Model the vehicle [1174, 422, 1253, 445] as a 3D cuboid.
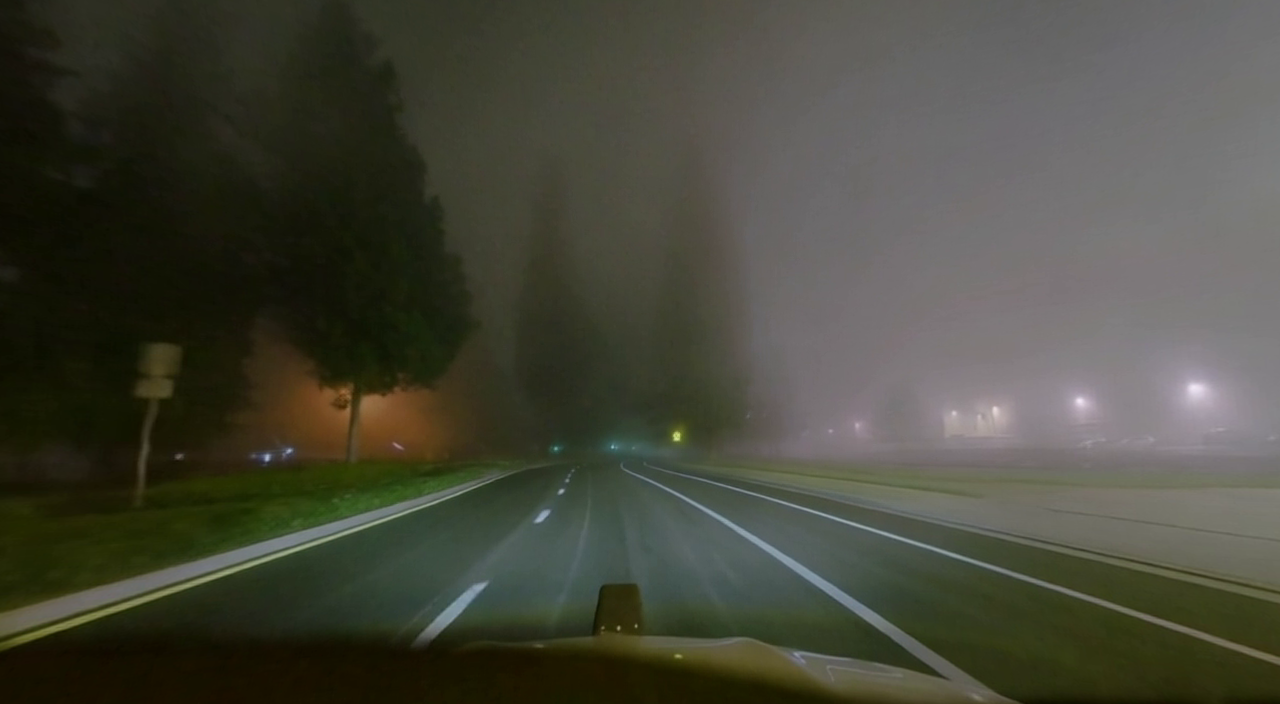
[{"bbox_3d":[42.614,6.107,47.088,1.788,1.600,4.685,-1,-9,6],"label":"vehicle"}]
